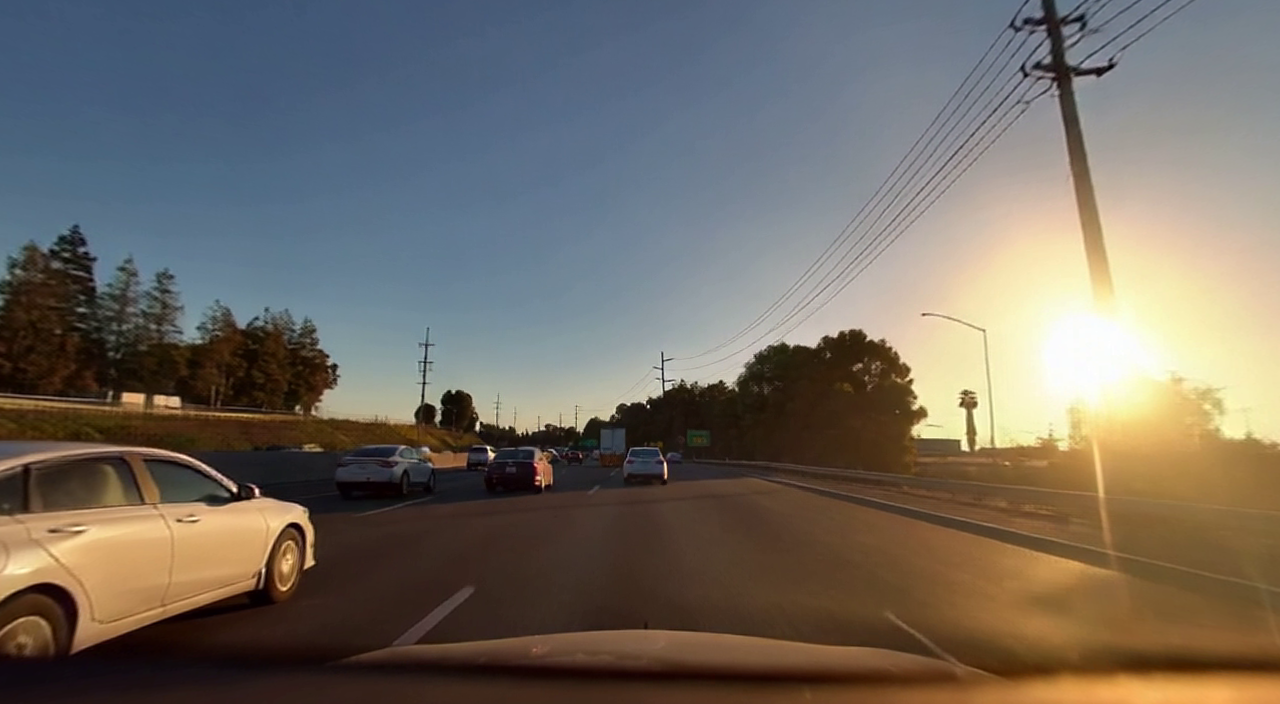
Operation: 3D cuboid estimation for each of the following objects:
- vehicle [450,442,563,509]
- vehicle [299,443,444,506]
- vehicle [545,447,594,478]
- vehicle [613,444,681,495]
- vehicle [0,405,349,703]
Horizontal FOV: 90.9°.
[{"bbox_3d":[-3.212,3.048,16.035,1.912,1.464,4.115,0,-9,1],"label":"vehicle"},{"bbox_3d":[-7.043,3.234,17.153,1.867,1.445,4.499,0,-9,2],"label":"vehicle"},{"bbox_3d":[-3.455,5.474,31.528,2.013,1.437,3.801,0,-9,0],"label":"vehicle"},{"bbox_3d":[0.189,3.818,20.848,2.018,1.470,4.491,0,-9,0],"label":"vehicle"},{"bbox_3d":[-3.635,1.116,3.520,1.883,1.500,4.373,0,-9,1],"label":"vehicle"}]
